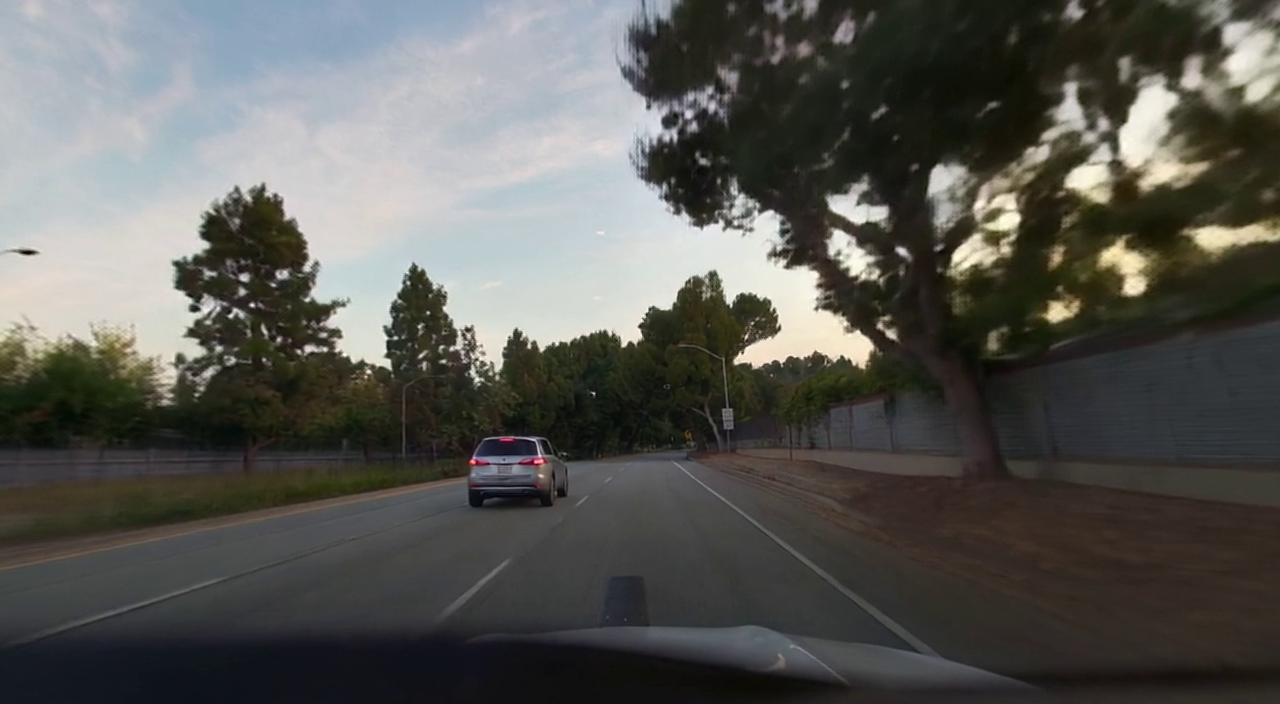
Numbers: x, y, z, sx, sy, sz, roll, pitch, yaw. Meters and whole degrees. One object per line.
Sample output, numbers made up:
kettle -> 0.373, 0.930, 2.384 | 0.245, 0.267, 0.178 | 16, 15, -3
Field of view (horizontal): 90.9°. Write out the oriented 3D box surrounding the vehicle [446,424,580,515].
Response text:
vehicle -> -2.834, 2.763, 15.386 | 2.160, 1.855, 4.695 | 0, -8, 2
